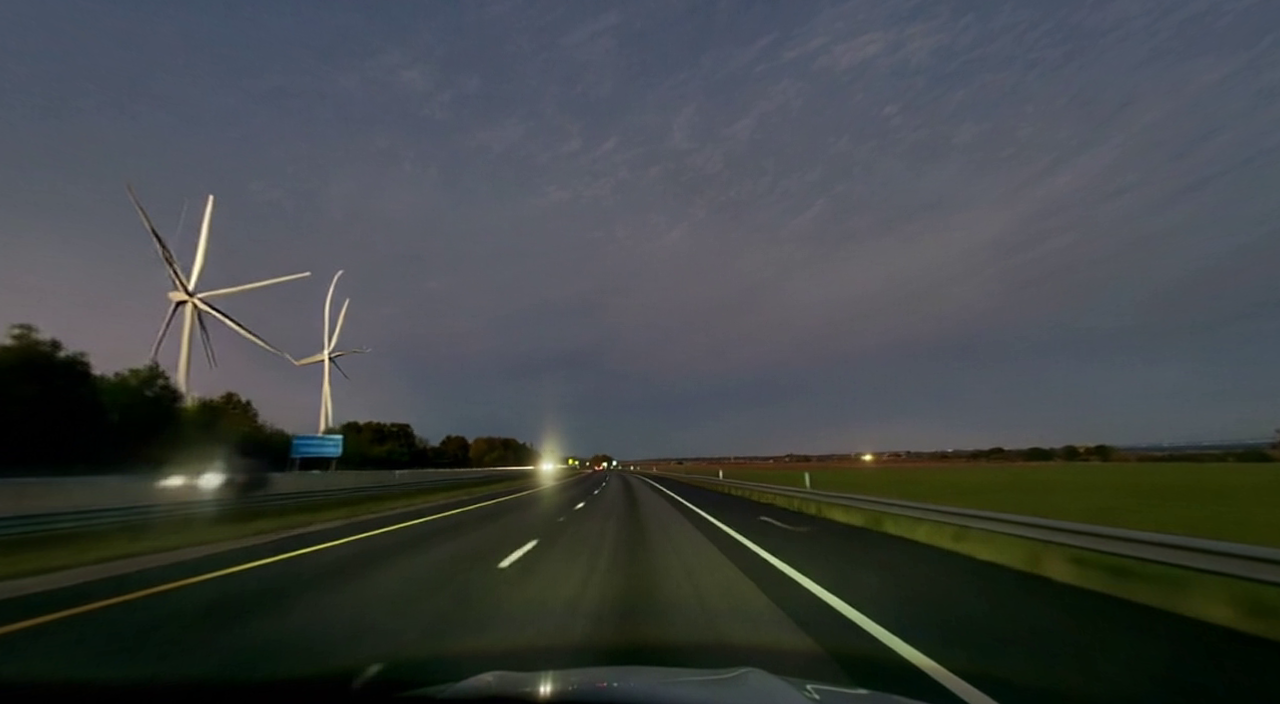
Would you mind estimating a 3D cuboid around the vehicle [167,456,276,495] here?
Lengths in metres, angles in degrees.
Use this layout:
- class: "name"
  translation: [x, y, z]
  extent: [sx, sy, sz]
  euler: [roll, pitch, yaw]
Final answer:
- class: "vehicle"
  translation: [-17.285, 5.116, 26.270]
  extent: [1.818, 1.471, 3.973]
  euler: [1, -10, -1]
